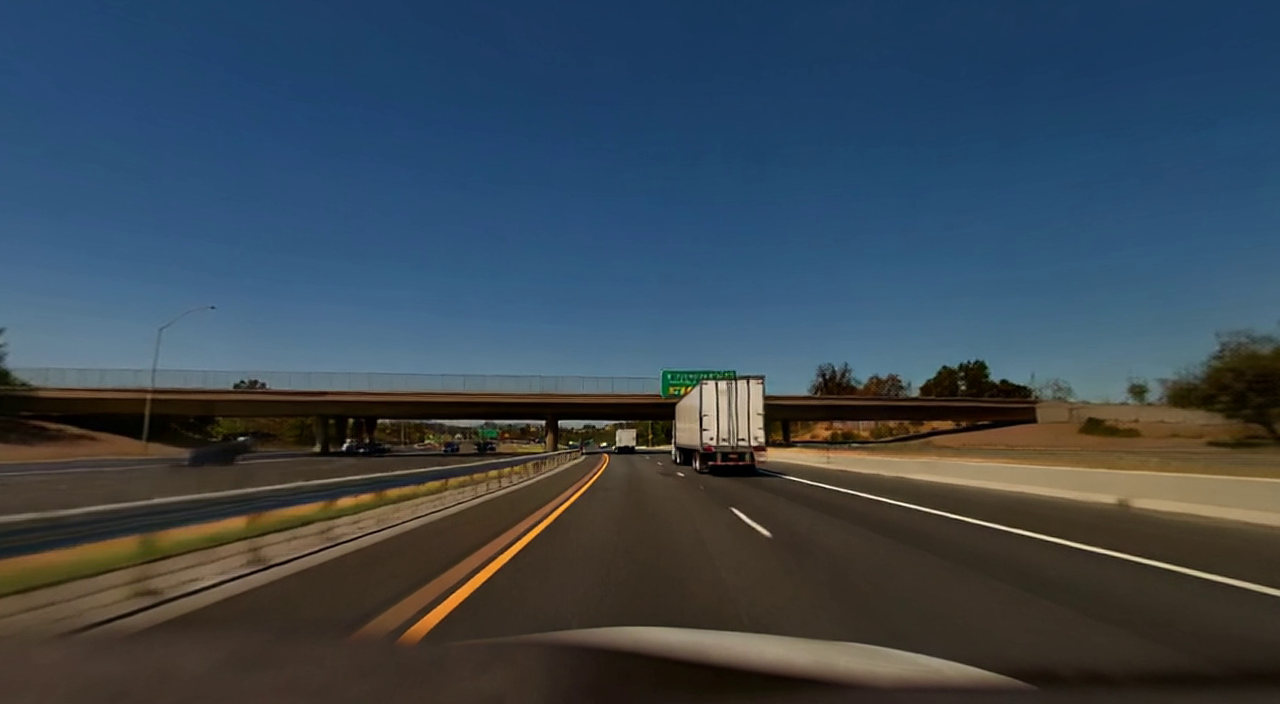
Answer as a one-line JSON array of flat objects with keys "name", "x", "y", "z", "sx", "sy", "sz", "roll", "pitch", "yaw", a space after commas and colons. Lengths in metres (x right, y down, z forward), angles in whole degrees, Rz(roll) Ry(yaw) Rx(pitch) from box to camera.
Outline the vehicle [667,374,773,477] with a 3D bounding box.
[{"name": "vehicle", "x": 3.668, "y": 4.298, "z": 34.995, "sx": 2.932, "sy": 4.205, "sz": 18.253, "roll": 0, "pitch": -8, "yaw": -2}]
